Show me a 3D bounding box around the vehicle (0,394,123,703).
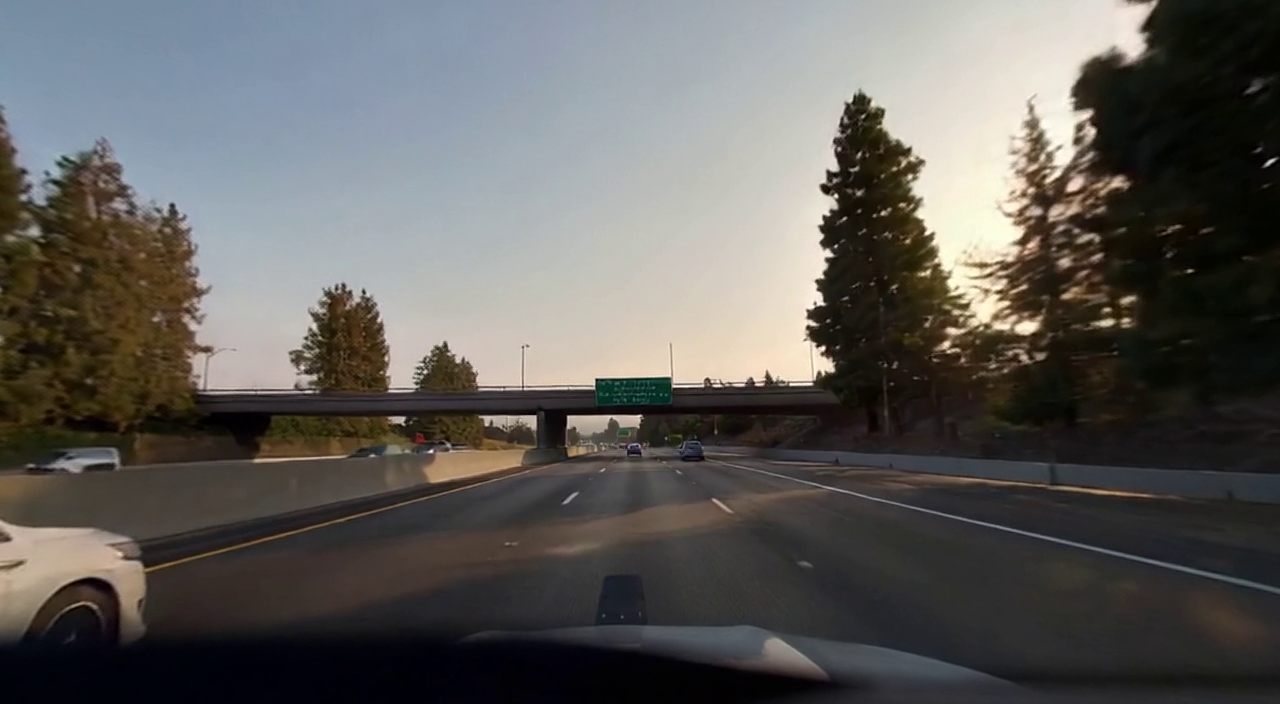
[{"bbox_3d":[-3.653,0.719,1.003,2.050,1.547,4.266,0,-9,0],"label":"vehicle"}]
